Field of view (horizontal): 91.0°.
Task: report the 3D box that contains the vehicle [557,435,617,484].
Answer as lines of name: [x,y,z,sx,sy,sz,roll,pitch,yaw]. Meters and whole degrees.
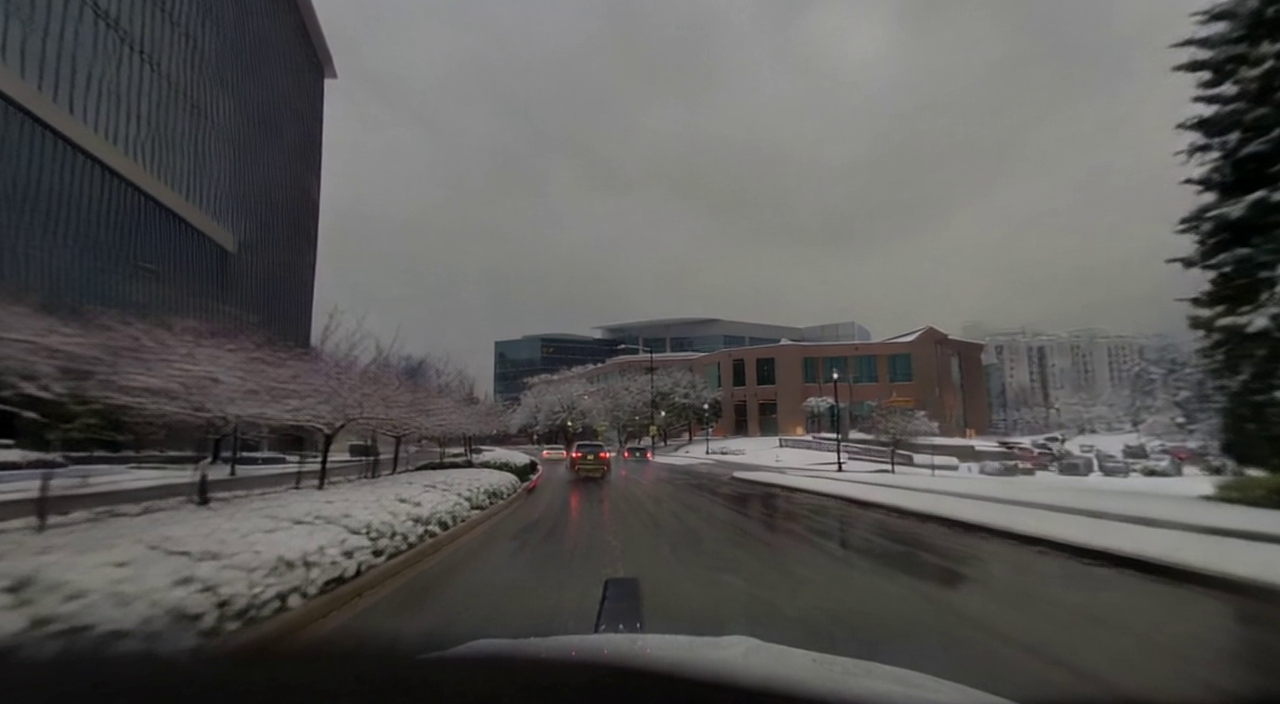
vehicle: [-2.200,4.292,25.329,2.173,1.761,4.374,1,-9,-7]

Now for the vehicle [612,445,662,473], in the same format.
vehicle: [-0.258,6.123,36.157,2.116,1.506,4.355,2,-9,-10]
